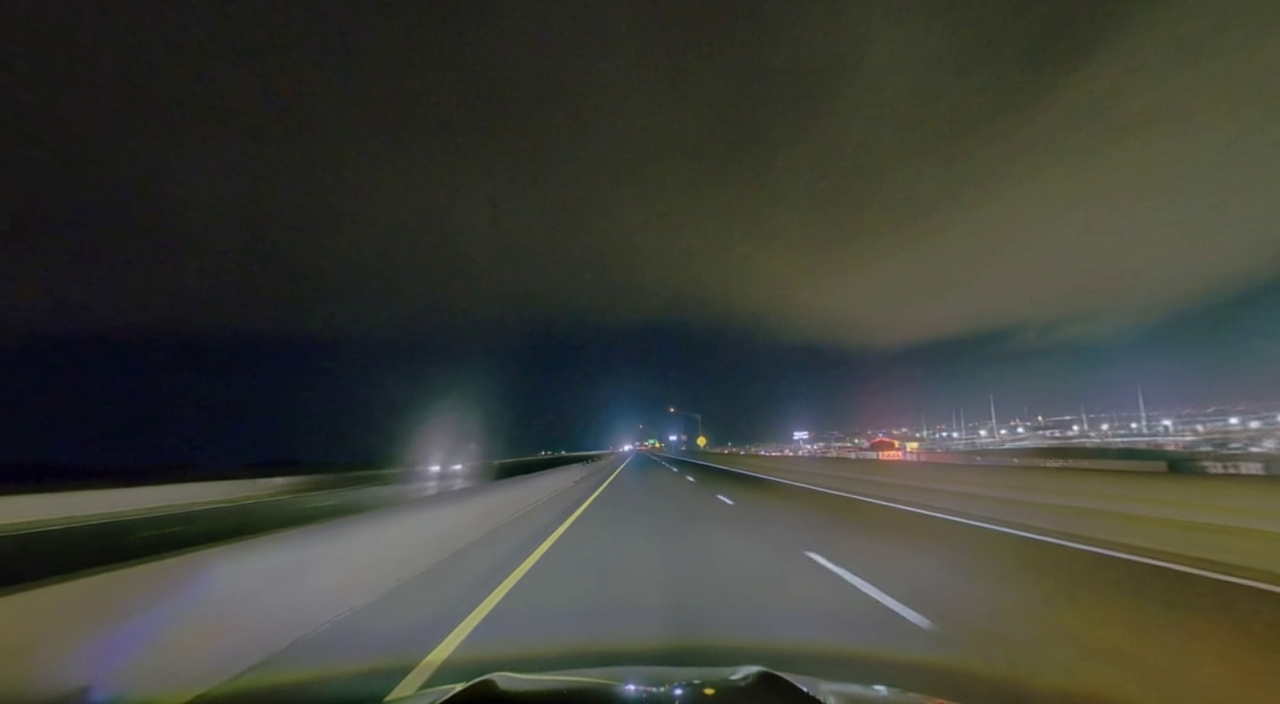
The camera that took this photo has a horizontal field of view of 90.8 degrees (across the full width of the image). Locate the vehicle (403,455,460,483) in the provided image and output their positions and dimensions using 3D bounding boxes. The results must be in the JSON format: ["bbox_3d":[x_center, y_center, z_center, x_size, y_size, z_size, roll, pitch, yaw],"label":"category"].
[{"bbox_3d":[-11.699,6.576,35.645,1.871,1.469,3.687,0,-9,1],"label":"vehicle"}]
